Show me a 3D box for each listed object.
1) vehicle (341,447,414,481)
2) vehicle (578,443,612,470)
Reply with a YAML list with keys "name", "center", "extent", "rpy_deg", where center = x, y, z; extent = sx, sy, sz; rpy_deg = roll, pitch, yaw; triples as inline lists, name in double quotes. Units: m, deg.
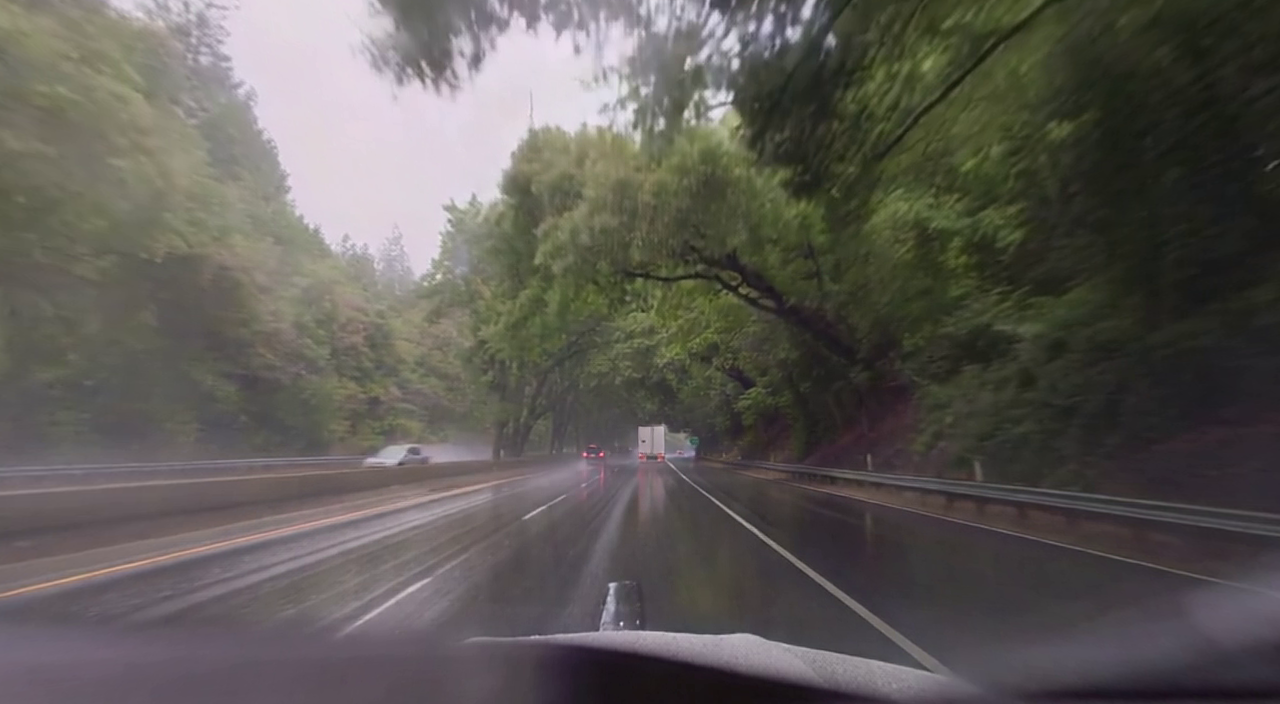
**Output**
- name: "vehicle"
  center: [-13.131, 5.604, 31.833]
  extent: [1.845, 1.583, 4.154]
  rpy_deg: [0, -9, 1]
- name: "vehicle"
  center: [-3.351, 7.921, 47.933]
  extent: [2.173, 1.924, 5.030]
  rpy_deg: [0, -9, 1]
